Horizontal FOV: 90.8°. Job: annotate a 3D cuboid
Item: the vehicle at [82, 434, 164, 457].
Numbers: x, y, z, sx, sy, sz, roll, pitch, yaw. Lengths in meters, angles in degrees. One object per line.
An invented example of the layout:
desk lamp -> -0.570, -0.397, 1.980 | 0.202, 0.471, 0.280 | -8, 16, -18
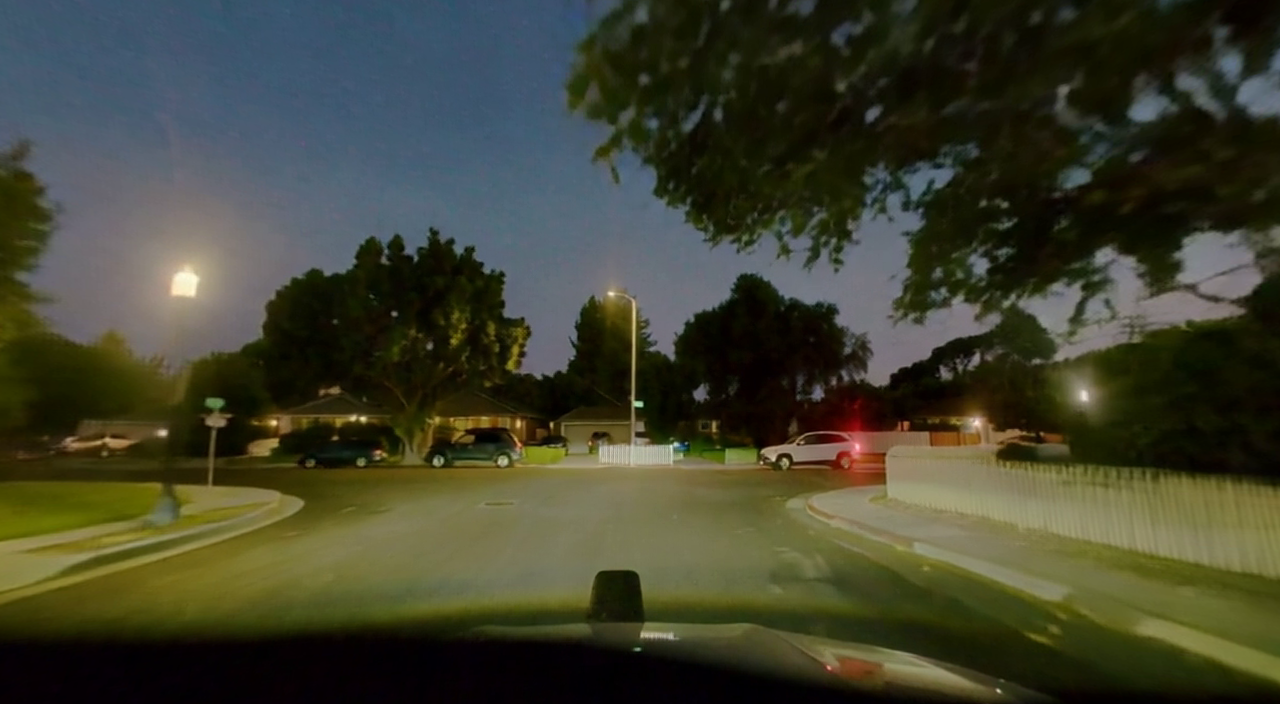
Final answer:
vehicle -> -35.743, 6.473, 43.828 | 1.865, 1.499, 4.619 | 0, -8, -1

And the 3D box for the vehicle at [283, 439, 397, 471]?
vehicle -> -14.648, 5.045, 31.070 | 4.650, 1.480, 1.782 | 0, -9, -3

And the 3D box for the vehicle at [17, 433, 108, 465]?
vehicle -> -34.909, 5.831, 38.358 | 1.803, 1.610, 4.271 | -5, -7, -4

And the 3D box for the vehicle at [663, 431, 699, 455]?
vehicle -> 2.952, 6.724, 46.464 | 2.005, 1.699, 4.234 | 1, -9, -5

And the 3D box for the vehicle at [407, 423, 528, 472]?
vehicle -> -8.498, 4.734, 31.590 | 5.419, 2.292, 2.272 | 0, -7, -4

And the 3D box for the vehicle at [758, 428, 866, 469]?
vehicle -> 8.725, 4.940, 32.352 | 4.919, 1.969, 2.104 | 1, -9, -1

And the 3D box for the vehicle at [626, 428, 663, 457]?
vehicle -> 0.255, 6.452, 45.118 | 2.278, 1.969, 5.533 | 0, -8, -4

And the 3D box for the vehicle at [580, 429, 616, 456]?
vehicle -> -3.218, 6.773, 47.301 | 2.391, 1.894, 5.075 | 1, -9, -7

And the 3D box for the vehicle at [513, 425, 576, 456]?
vehicle -> -6.982, 6.438, 45.675 | 2.307, 2.043, 5.475 | 6, -10, -33
